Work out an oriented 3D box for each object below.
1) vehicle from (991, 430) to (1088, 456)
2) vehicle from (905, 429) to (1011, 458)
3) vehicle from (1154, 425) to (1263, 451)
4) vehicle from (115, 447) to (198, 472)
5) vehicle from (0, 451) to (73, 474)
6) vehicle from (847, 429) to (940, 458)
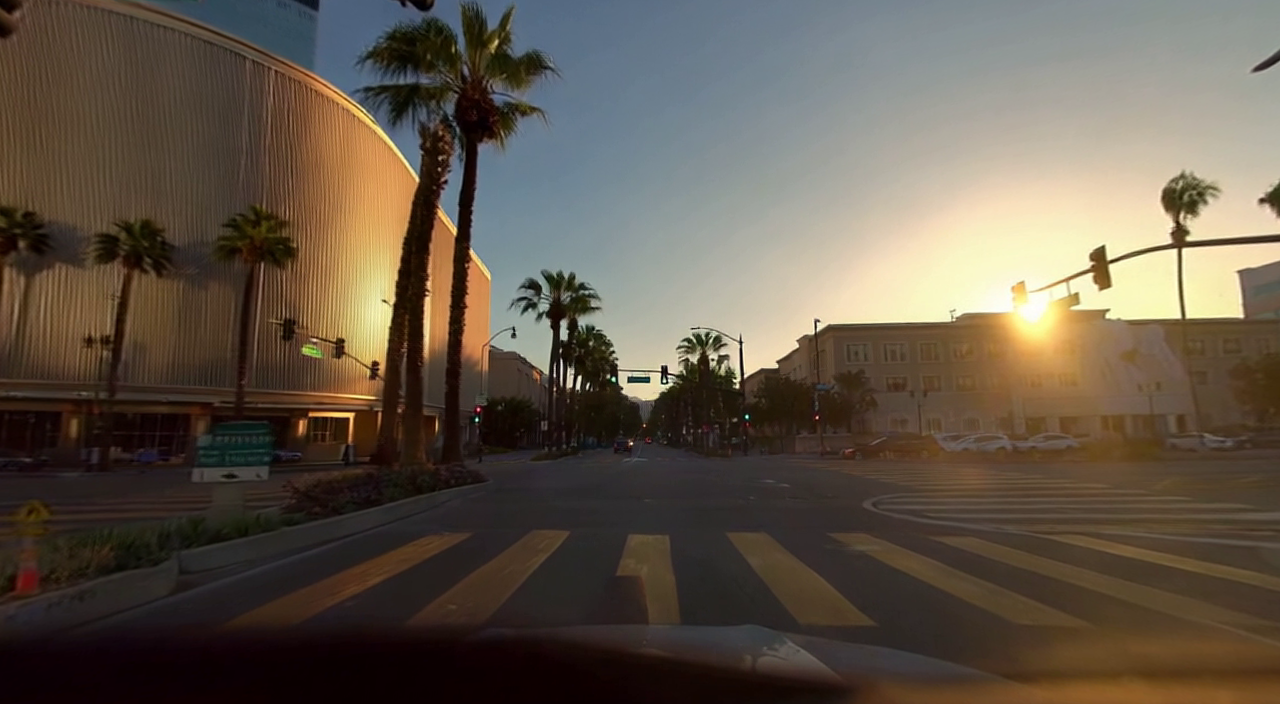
[{"bbox_3d":[23.508,5.358,37.167,4.423,1.465,1.798,0,-8,1],"label":"vehicle"},{"bbox_3d":[16.909,4.891,33.694,4.684,1.461,1.777,0,-8,-1],"label":"vehicle"},{"bbox_3d":[33.165,5.061,36.826,4.567,1.458,1.791,0,-8,0],"label":"vehicle"},{"bbox_3d":[-33.092,7.339,43.227,4.136,1.661,1.857,0,-8,1],"label":"vehicle"},{"bbox_3d":[-41.671,7.563,43.242,3.698,1.467,1.779,0,-8,1],"label":"vehicle"},{"bbox_3d":[14.989,5.445,37.416,4.648,1.665,1.910,0,-8,0],"label":"vehicle"}]
